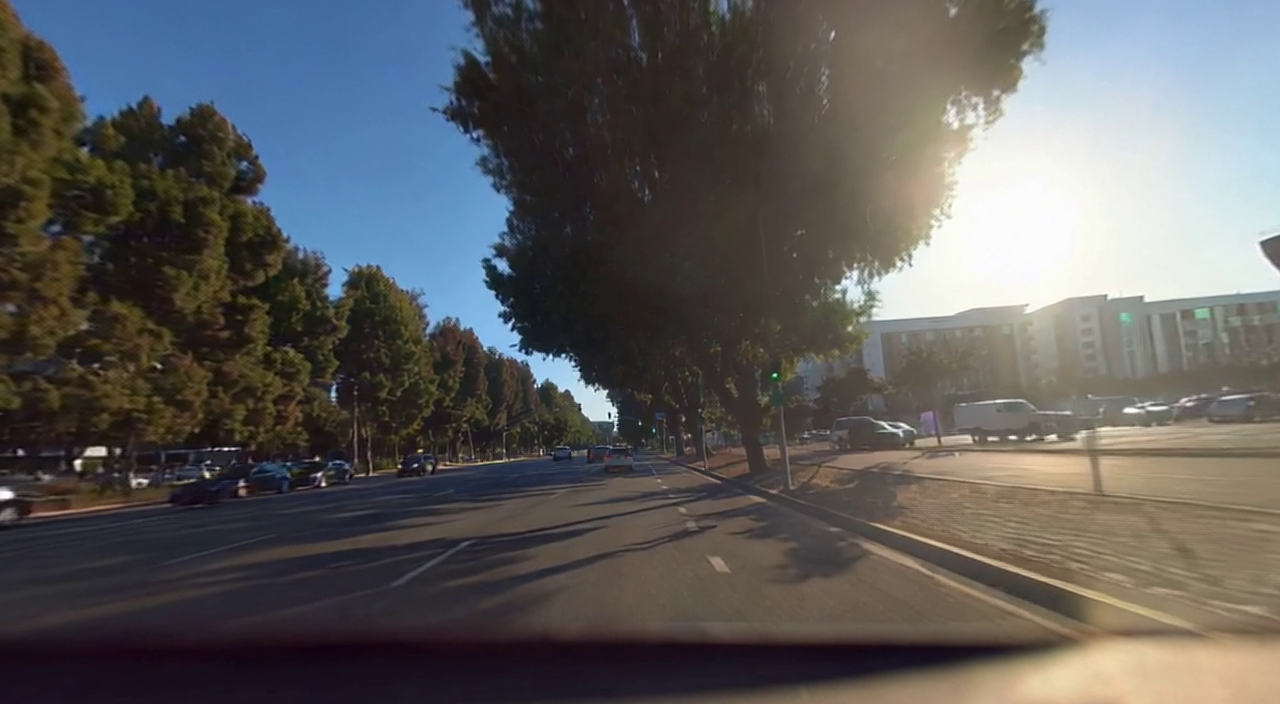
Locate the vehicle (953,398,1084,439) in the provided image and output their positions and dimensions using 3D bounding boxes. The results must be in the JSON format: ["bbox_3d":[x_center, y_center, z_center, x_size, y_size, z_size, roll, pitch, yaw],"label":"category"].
[{"bbox_3d":[15.082,2.709,25.306,3.956,1.504,2.170,2,-9,-9],"label":"vehicle"}]

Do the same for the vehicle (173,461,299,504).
[{"bbox_3d":[-16.545,5.332,26.225,2.058,1.459,4.704,0,-8,1],"label":"vehicle"}]

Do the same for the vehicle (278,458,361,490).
[{"bbox_3d":[-17.070,6.499,33.978,1.985,1.471,4.797,0,-8,0],"label":"vehicle"}]

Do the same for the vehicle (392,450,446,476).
[{"bbox_3d":[-16.873,8.455,48.508,2.342,1.868,4.758,0,-8,0],"label":"vehicle"}]

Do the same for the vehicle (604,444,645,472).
[{"bbox_3d":[-0.840,6.185,37.099,2.235,1.500,4.420,0,-8,1],"label":"vehicle"}]

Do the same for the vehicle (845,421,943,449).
[{"bbox_3d":[13.146,4.330,32.948,4.144,1.407,2.201,0,-8,-2],"label":"vehicle"}]

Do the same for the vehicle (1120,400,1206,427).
[{"bbox_3d":[38.114,4.570,46.235,2.472,1.736,4.684,-1,-8,5],"label":"vehicle"}]

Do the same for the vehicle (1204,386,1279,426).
[{"bbox_3d":[28.831,2.516,28.826,1.857,1.615,4.839,0,-8,2],"label":"vehicle"}]
